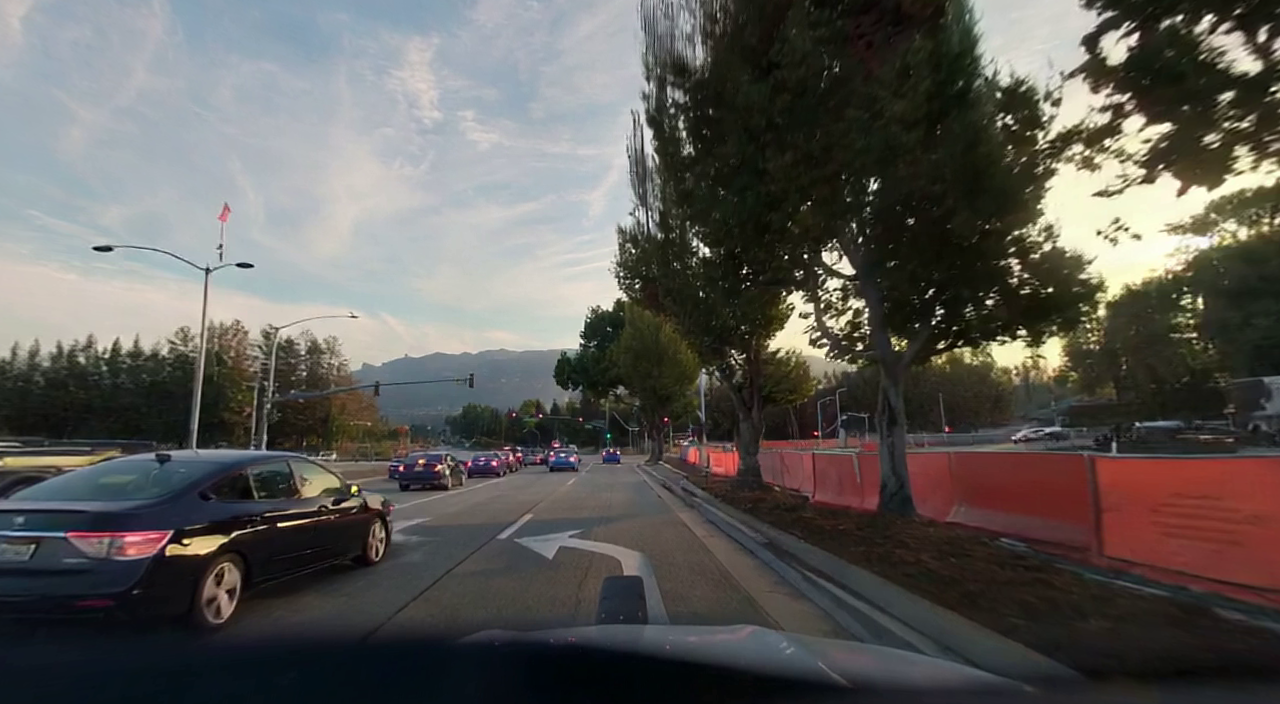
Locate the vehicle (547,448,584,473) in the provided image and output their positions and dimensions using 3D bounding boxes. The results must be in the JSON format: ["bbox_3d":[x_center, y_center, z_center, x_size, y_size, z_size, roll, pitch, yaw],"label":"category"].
[{"bbox_3d":[-4.613,6.763,39.711,2.042,1.441,4.172,0,-9,-2],"label":"vehicle"}]

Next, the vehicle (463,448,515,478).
[{"bbox_3d":[-8.160,6.028,34.505,1.900,1.507,4.285,0,-9,-2],"label":"vehicle"}]

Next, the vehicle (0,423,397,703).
[{"bbox_3d":[-4.162,1.506,5.701,2.026,1.497,4.577,-2,-9,1],"label":"vehicle"}]

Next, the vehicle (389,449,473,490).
[{"bbox_3d":[-8.441,4.748,25.948,1.992,1.446,4.296,-1,-9,0],"label":"vehicle"}]
